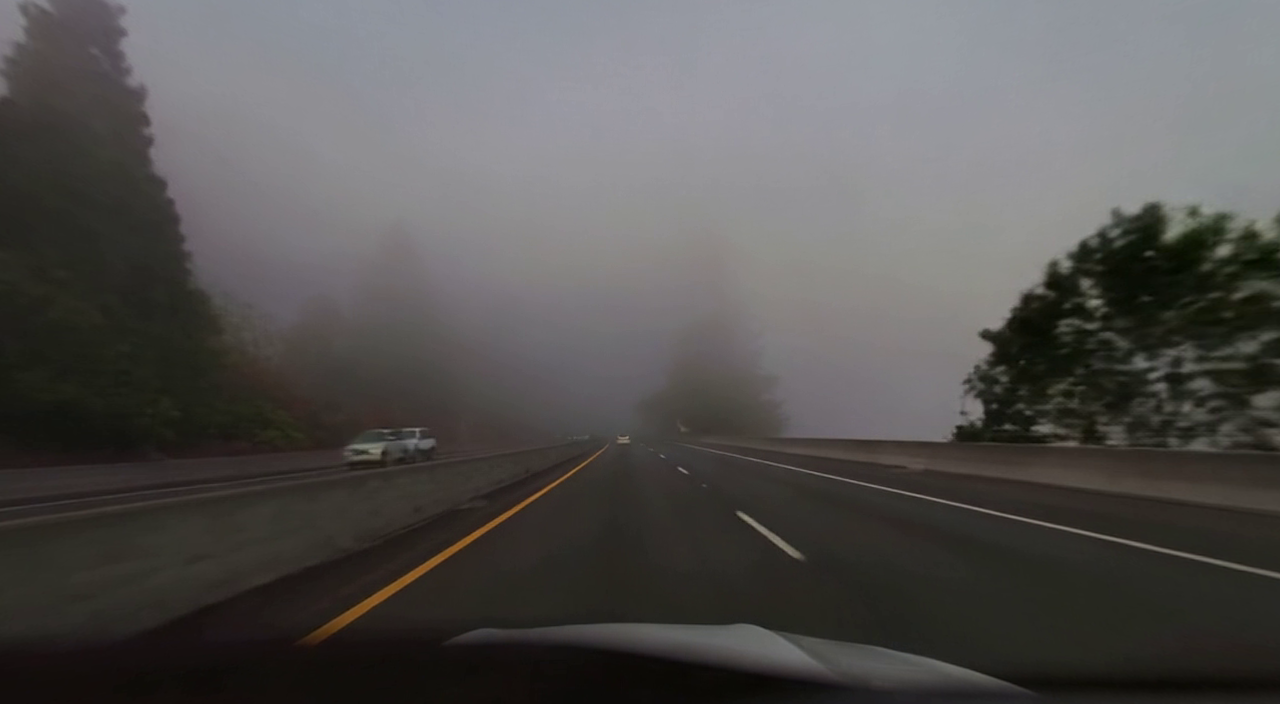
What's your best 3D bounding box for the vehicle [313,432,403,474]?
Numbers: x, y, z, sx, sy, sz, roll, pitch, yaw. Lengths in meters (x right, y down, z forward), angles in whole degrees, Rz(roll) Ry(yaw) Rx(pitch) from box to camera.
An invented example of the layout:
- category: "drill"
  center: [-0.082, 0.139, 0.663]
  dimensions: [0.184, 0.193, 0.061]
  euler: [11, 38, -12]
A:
- category: "vehicle"
  center: [-13.869, 4.954, 31.186]
  dimensions: [2.703, 1.938, 3.843]
  euler: [0, -8, -1]
